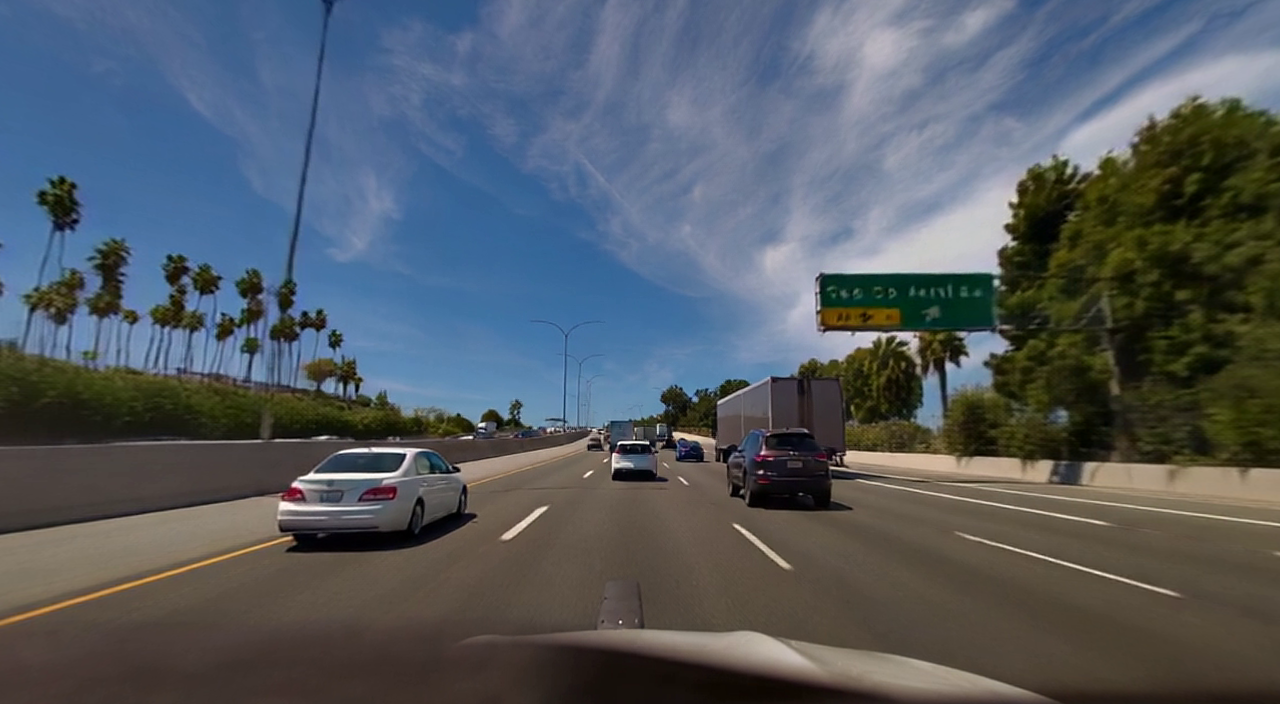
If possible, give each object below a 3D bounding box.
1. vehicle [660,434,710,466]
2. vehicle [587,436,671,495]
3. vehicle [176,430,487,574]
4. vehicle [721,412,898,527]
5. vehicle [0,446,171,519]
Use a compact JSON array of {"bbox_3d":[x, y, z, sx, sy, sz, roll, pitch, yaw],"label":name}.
[{"bbox_3d":[2.666,6.049,38.960,2.476,1.843,5.652,0,-8,-2],"label":"vehicle"},{"bbox_3d":[-0.304,3.168,17.917,2.136,1.470,3.971,0,-8,-1],"label":"vehicle"},{"bbox_3d":[-3.655,1.836,8.606,1.998,1.423,4.436,0,-8,0],"label":"vehicle"},{"bbox_3d":[3.079,2.255,12.658,2.173,1.870,4.499,0,-8,-2],"label":"vehicle"},{"bbox_3d":[-14.393,3.102,15.548,2.196,1.493,4.475,0,-8,-1],"label":"vehicle"}]
